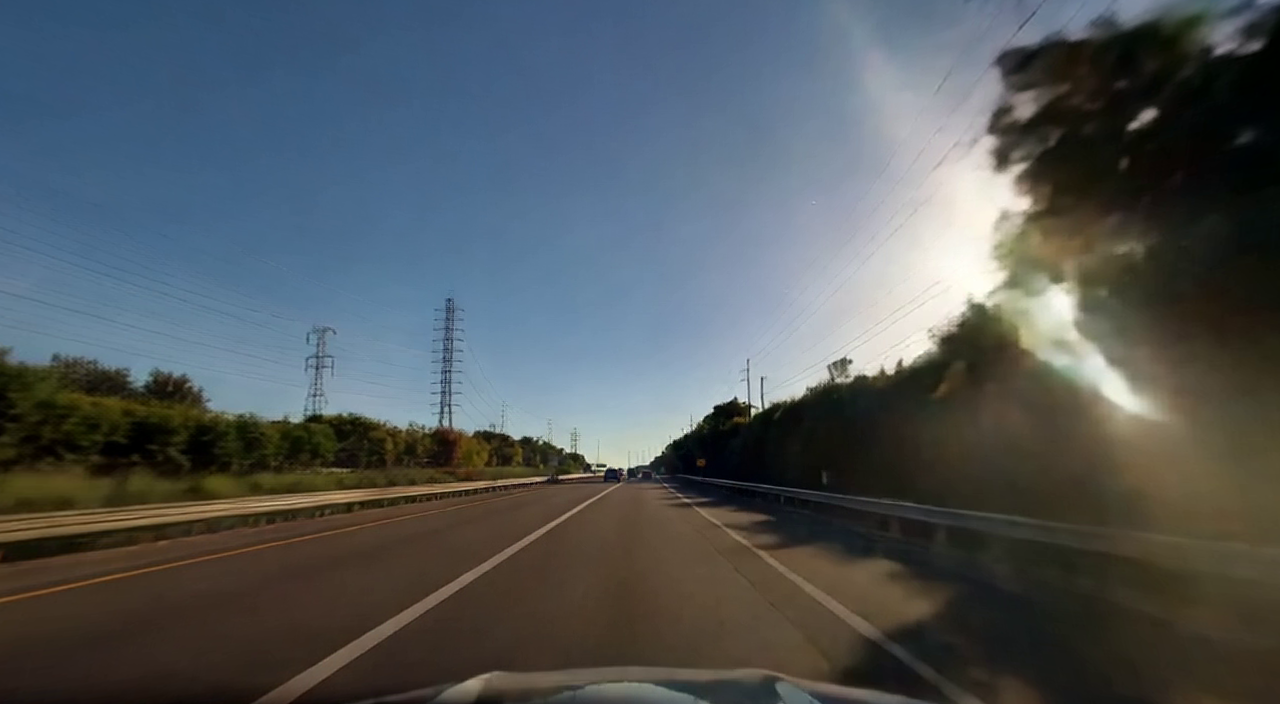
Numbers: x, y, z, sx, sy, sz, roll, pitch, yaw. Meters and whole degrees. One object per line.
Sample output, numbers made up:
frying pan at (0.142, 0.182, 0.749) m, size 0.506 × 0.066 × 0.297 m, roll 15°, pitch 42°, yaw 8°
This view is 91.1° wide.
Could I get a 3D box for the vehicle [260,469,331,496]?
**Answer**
vehicle at (-19.672, 7.440, 36.042) m, size 1.791 × 1.430 × 3.800 m, roll 1°, pitch -10°, yaw 1°
